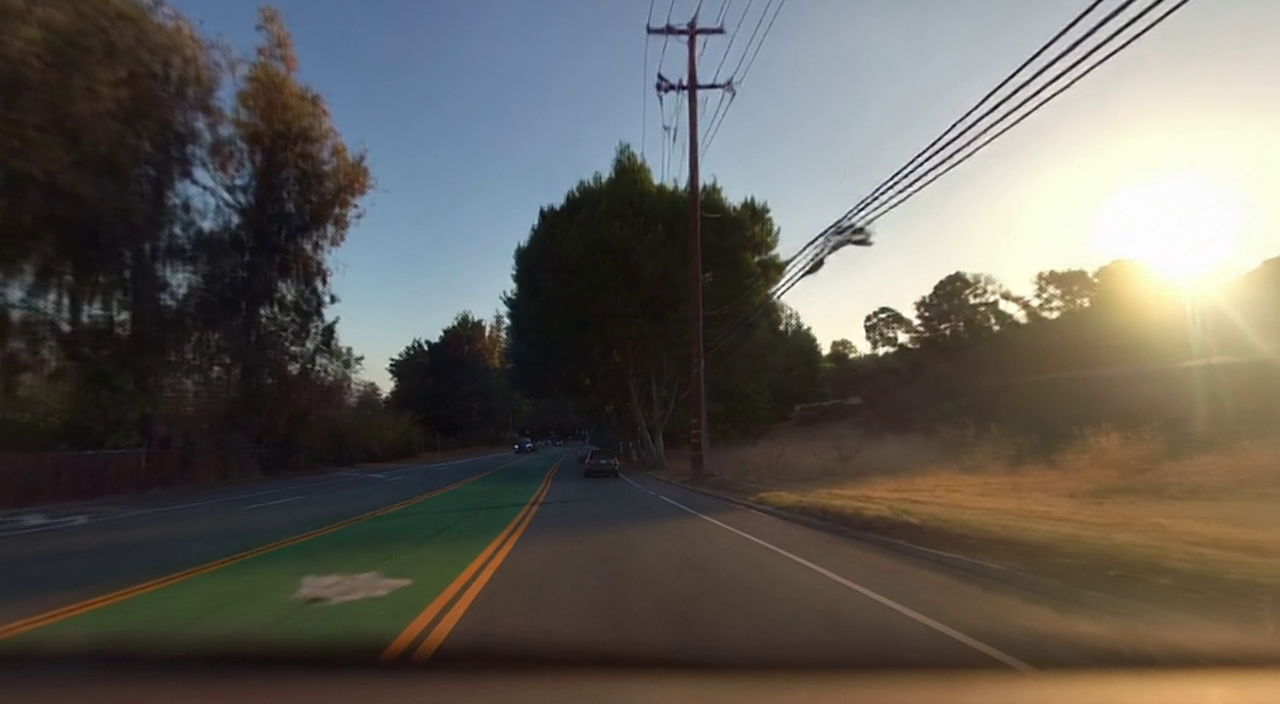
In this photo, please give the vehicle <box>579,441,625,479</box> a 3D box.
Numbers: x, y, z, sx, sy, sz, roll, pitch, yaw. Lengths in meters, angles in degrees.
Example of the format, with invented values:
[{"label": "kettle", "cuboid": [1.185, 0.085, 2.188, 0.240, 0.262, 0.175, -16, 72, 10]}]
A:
[{"label": "vehicle", "cuboid": [-2.012, 5.430, 32.105, 2.140, 1.767, 4.720, 1, -9, -6]}]
